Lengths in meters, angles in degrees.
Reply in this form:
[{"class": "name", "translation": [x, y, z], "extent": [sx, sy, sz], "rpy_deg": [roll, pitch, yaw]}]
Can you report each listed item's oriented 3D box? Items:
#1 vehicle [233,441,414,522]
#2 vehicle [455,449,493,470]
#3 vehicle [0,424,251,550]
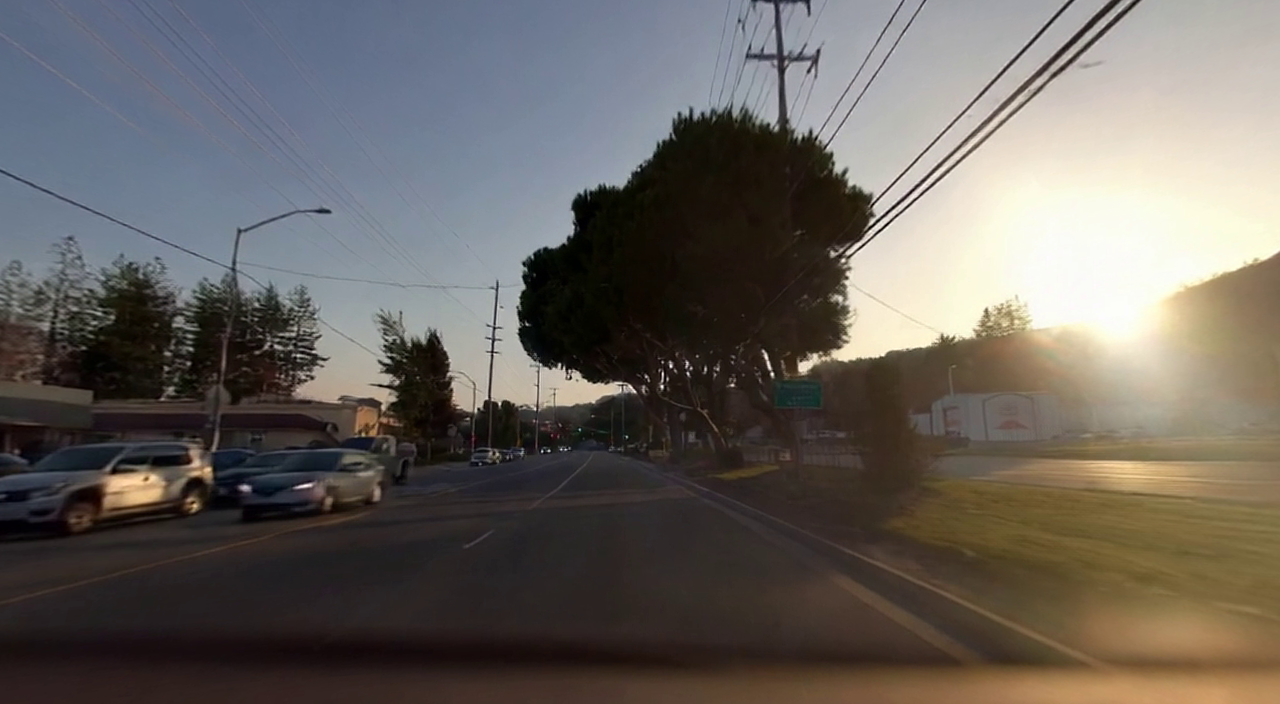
[{"class": "vehicle", "translation": [-6.803, 2.806, 14.219], "extent": [1.849, 1.512, 4.302], "rpy_deg": [0, -9, 0]}, {"class": "vehicle", "translation": [-12.231, 7.913, 46.730], "extent": [1.939, 1.502, 4.398], "rpy_deg": [1, -9, -5]}, {"class": "vehicle", "translation": [-10.024, 2.432, 12.164], "extent": [2.016, 1.872, 5.297], "rpy_deg": [1, -9, -5]}]
